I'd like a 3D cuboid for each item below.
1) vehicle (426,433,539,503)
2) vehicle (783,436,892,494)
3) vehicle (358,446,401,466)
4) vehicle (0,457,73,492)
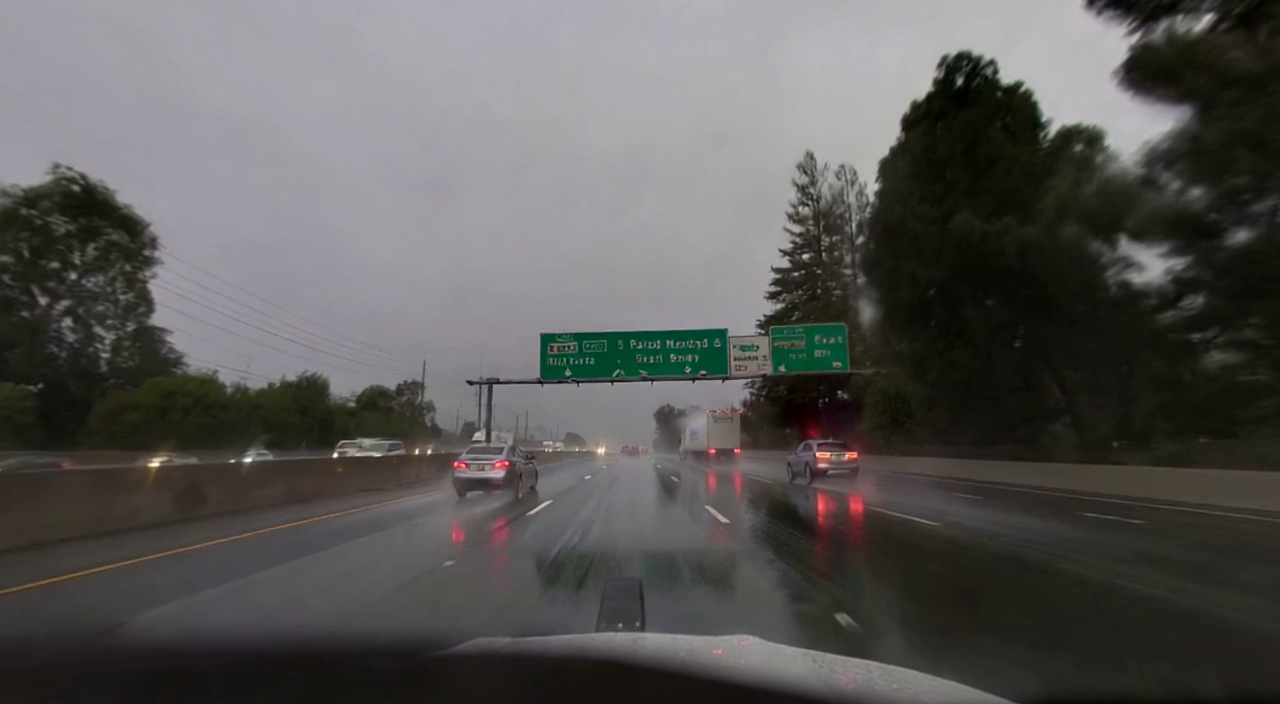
[{"bbox_3d":[-4.087,3.088,17.178,2.027,1.651,4.099,0,-9,0],"label":"vehicle"},{"bbox_3d":[6.217,3.602,20.502,1.991,1.647,4.409,0,-9,-1],"label":"vehicle"},{"bbox_3d":[-19.879,7.953,48.339,1.847,1.440,3.572,0,-9,-1],"label":"vehicle"},{"bbox_3d":[-26.635,5.172,26.867,1.707,1.364,3.608,0,-9,-3],"label":"vehicle"}]
